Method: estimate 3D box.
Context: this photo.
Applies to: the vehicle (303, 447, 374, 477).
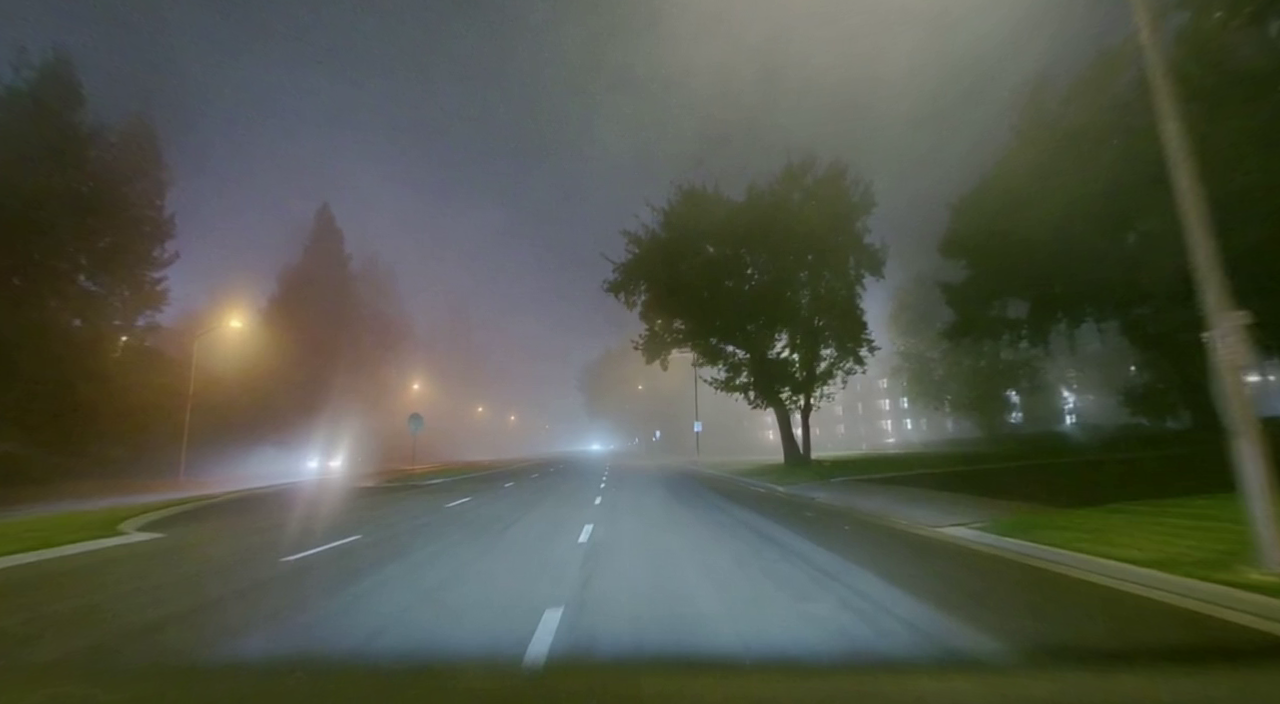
[{"bbox_3d":[-18.004,6.590,37.936,2.154,1.648,4.555,0,-8,-2],"label":"vehicle"}]
